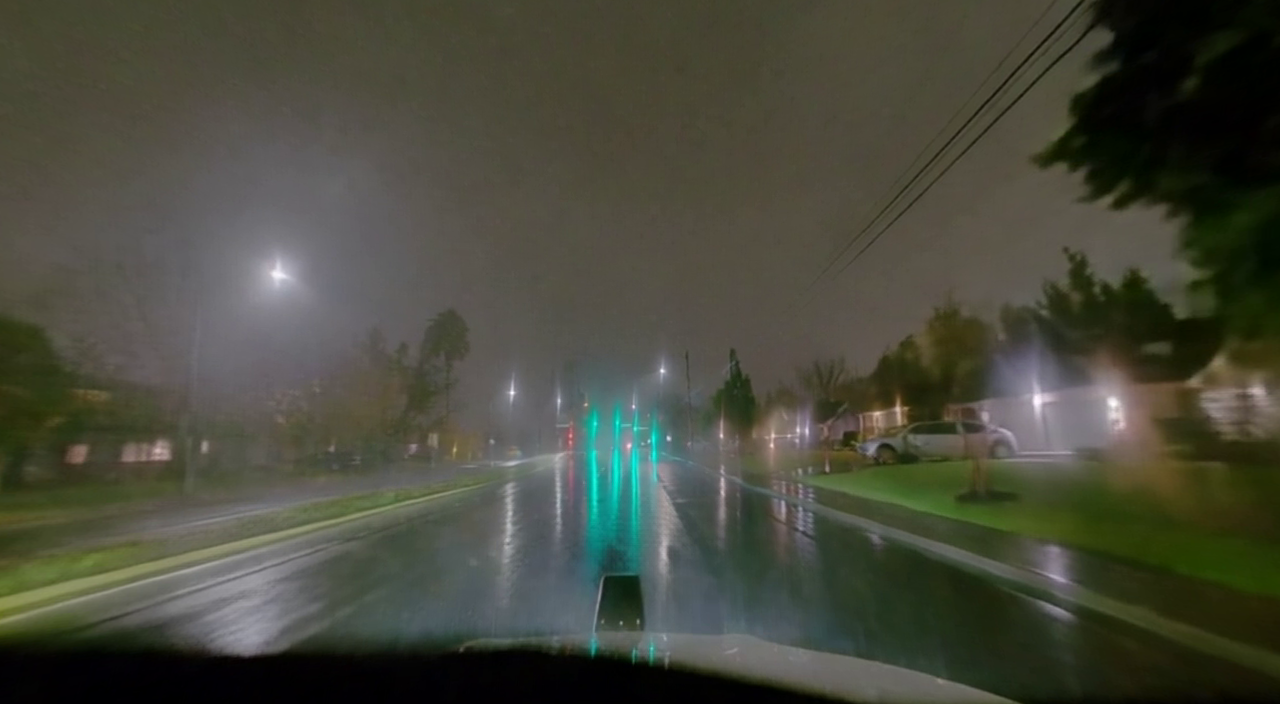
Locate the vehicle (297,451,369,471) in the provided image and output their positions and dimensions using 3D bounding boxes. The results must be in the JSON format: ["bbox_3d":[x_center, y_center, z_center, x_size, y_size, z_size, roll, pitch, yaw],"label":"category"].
[{"bbox_3d":[-24.059,8.560,49.595,4.595,1.491,1.902,0,-9,-1],"label":"vehicle"}]

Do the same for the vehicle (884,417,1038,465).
[{"bbox_3d":[11.727,3.285,23.348,4.545,1.680,2.001,-1,-9,4],"label":"vehicle"}]
